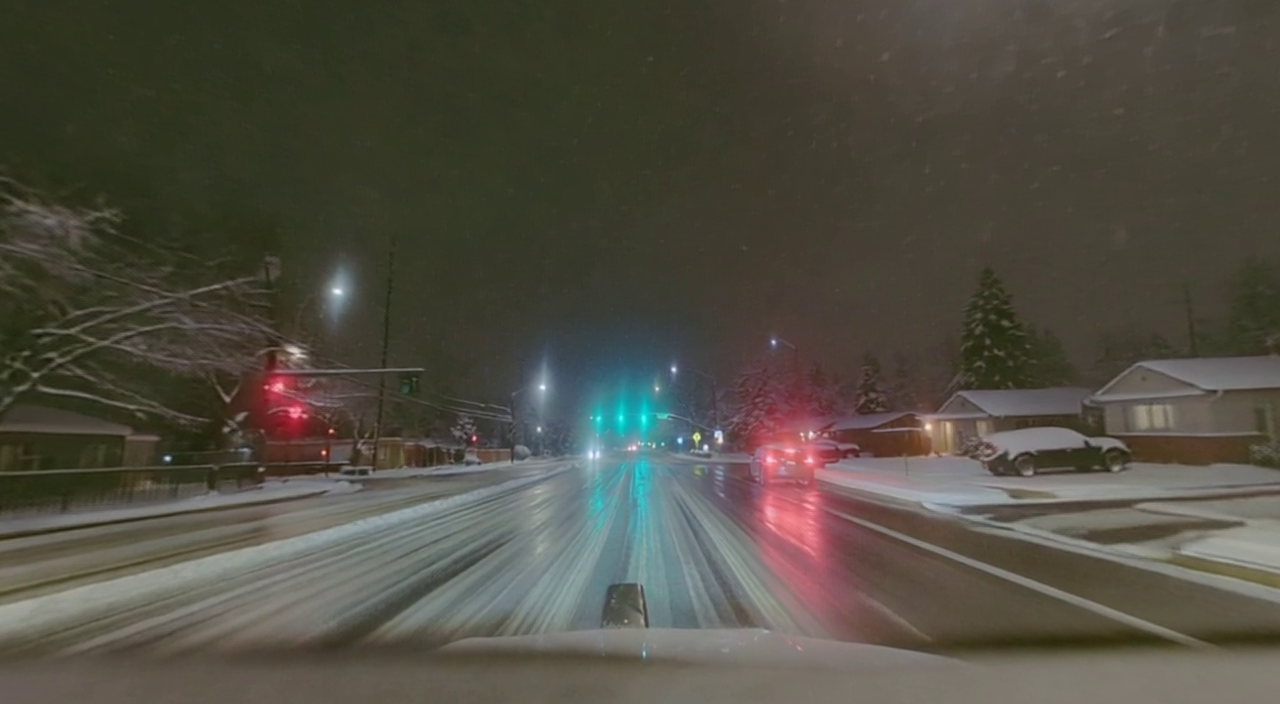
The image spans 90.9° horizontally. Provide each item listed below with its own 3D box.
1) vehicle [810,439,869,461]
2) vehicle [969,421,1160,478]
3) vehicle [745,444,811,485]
[{"bbox_3d":[14.918,7.346,47.239,3.769,1.598,1.987,0,-9,2],"label":"vehicle"},{"bbox_3d":[13.379,3.115,20.136,4.474,1.710,2.148,0,-9,1],"label":"vehicle"},{"bbox_3d":[5.734,4.710,26.669,1.950,1.567,4.083,0,-9,1],"label":"vehicle"}]
